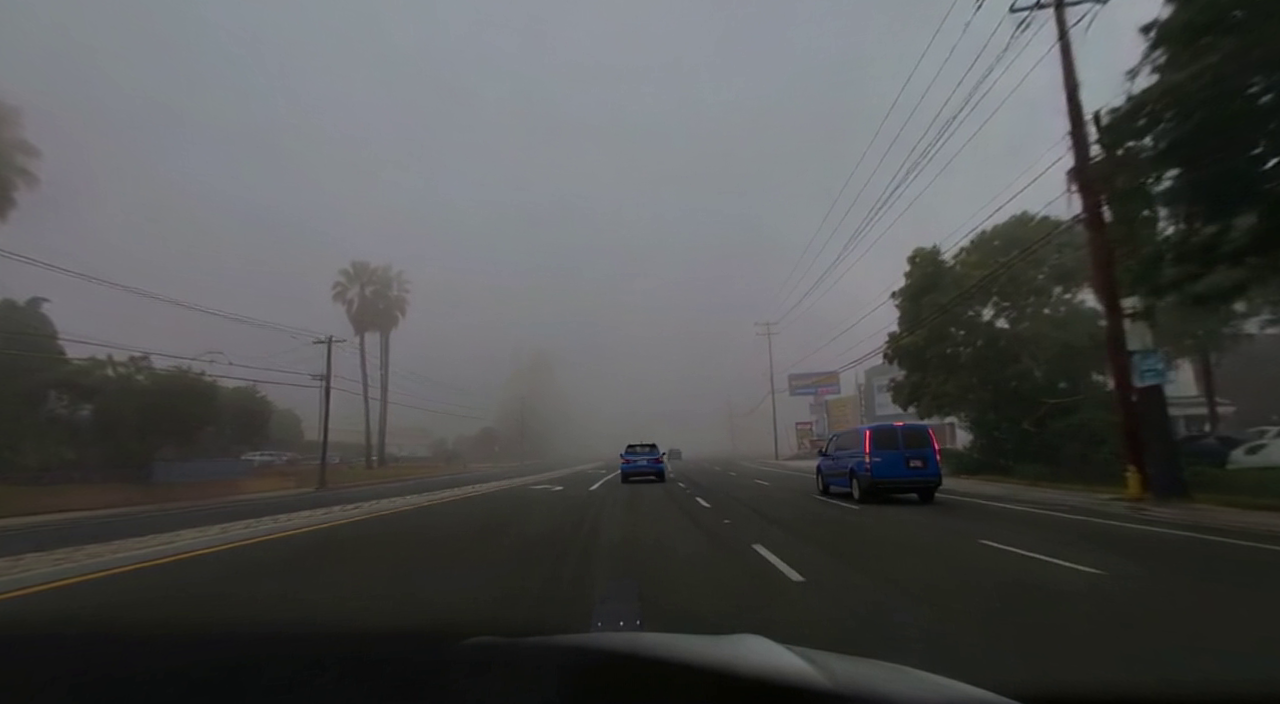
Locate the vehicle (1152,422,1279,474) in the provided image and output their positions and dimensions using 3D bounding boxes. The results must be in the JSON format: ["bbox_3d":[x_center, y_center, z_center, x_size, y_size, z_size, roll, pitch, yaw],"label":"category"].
[{"bbox_3d":[20.232,3.180,20.832,4.608,1.624,2.063,0,-9,3],"label":"vehicle"}]

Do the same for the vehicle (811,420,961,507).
[{"bbox_3d":[6.131,2.838,16.409,2.107,1.928,4.471,0,-9,0],"label":"vehicle"}]

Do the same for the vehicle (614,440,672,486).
[{"bbox_3d":[0.159,4.404,25.236,2.138,1.672,4.168,0,-9,1],"label":"vehicle"}]
